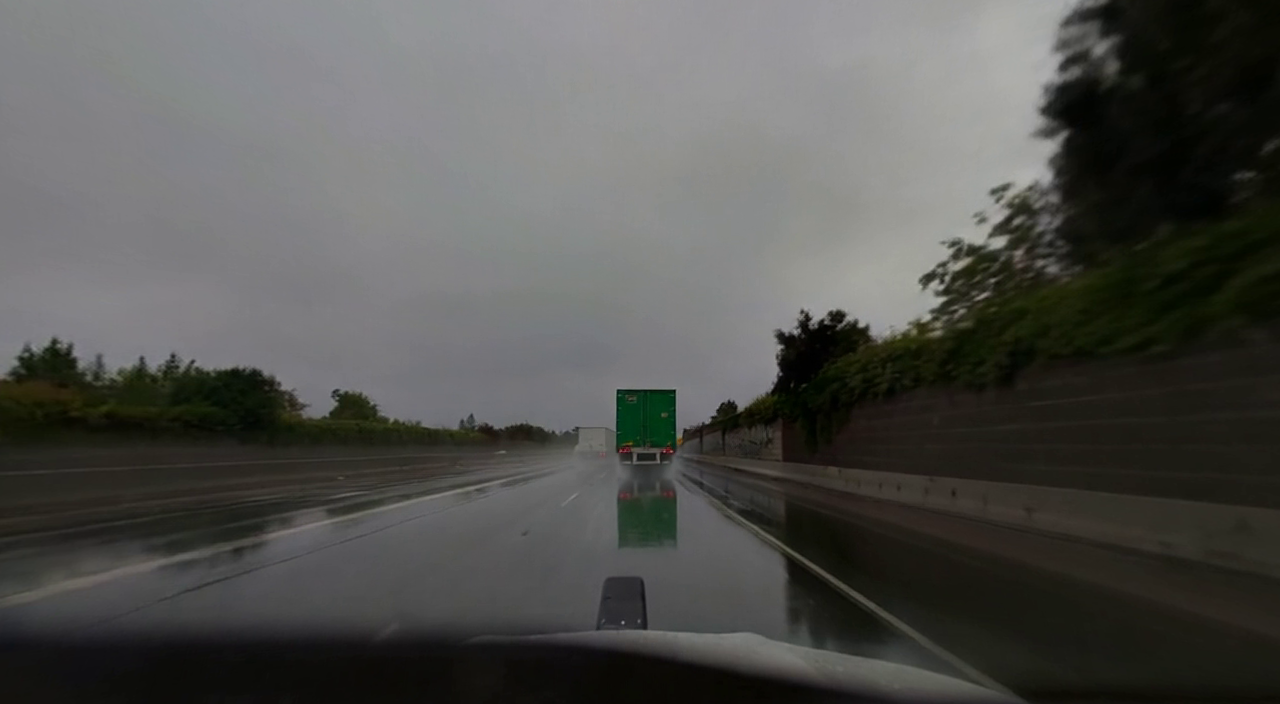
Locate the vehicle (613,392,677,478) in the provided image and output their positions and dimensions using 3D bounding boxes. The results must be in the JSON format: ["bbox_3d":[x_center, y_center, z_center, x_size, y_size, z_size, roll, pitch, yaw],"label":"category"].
[{"bbox_3d":[0.128,4.600,34.085,2.900,3.955,10.151,0,-9,-1],"label":"vehicle"}]
